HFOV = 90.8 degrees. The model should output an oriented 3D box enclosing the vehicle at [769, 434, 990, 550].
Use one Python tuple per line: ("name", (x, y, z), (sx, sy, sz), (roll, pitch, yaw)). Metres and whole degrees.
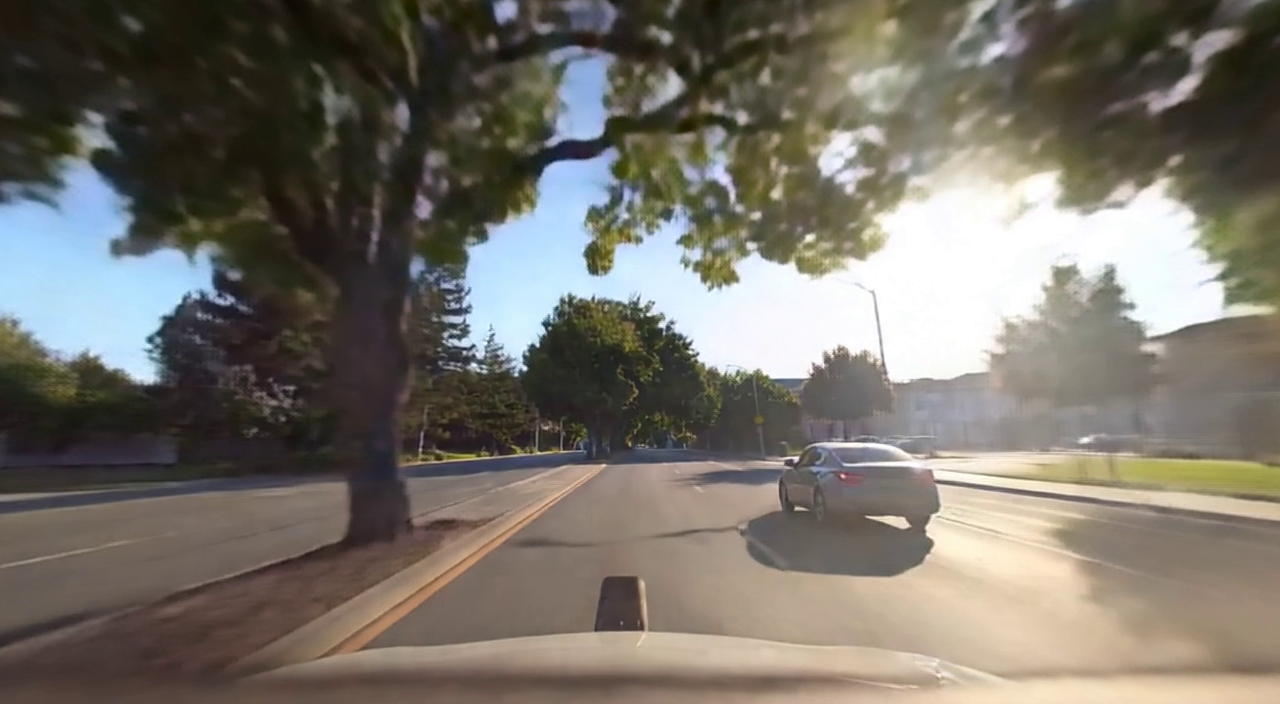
("vehicle", (3.454, 2.071, 10.065), (1.852, 1.453, 4.083), (0, -8, -1))
